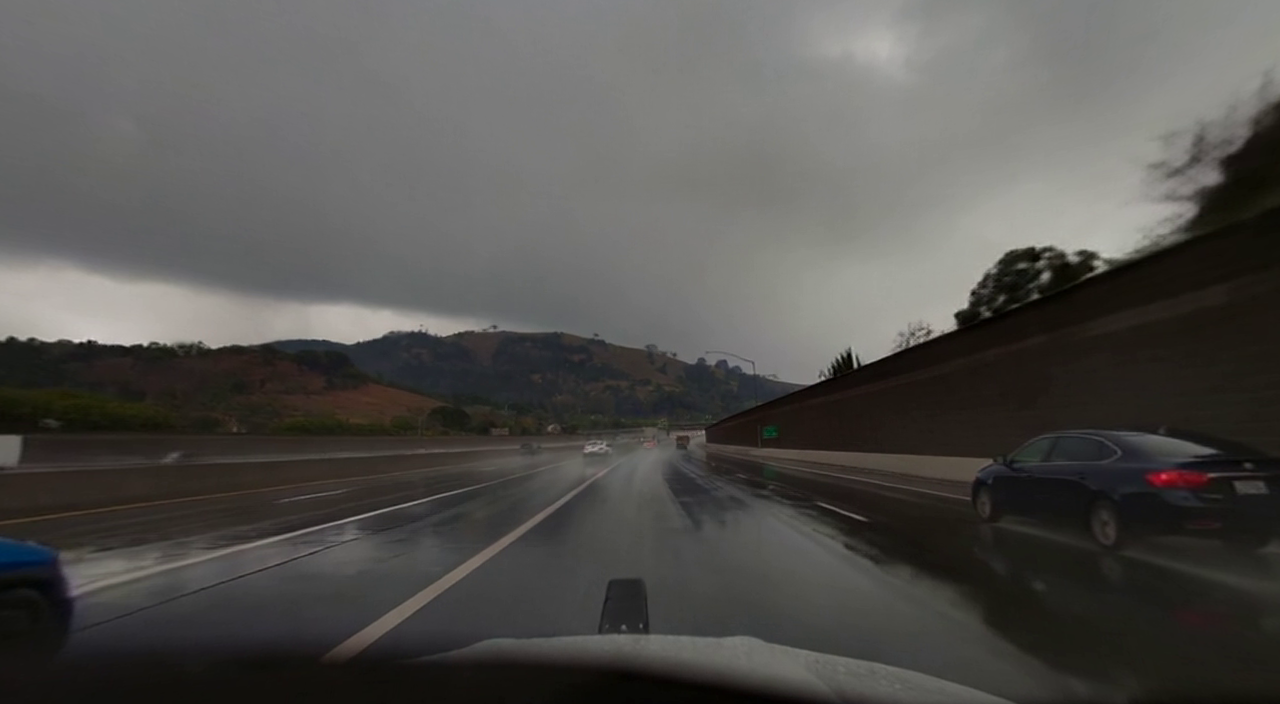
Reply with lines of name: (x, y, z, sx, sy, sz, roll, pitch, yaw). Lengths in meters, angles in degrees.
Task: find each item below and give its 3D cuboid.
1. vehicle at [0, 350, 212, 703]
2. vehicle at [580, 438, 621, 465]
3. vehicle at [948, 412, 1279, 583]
vehicle: (-3.918, 0.681, 1.420, 2.210, 1.730, 5.133, -1, -8, 1)
vehicle: (-2.718, 7.084, 45.049, 2.172, 1.824, 5.031, -1, -8, 5)
vehicle: (6.279, 1.742, 8.437, 2.122, 1.646, 4.491, -1, -8, 2)
